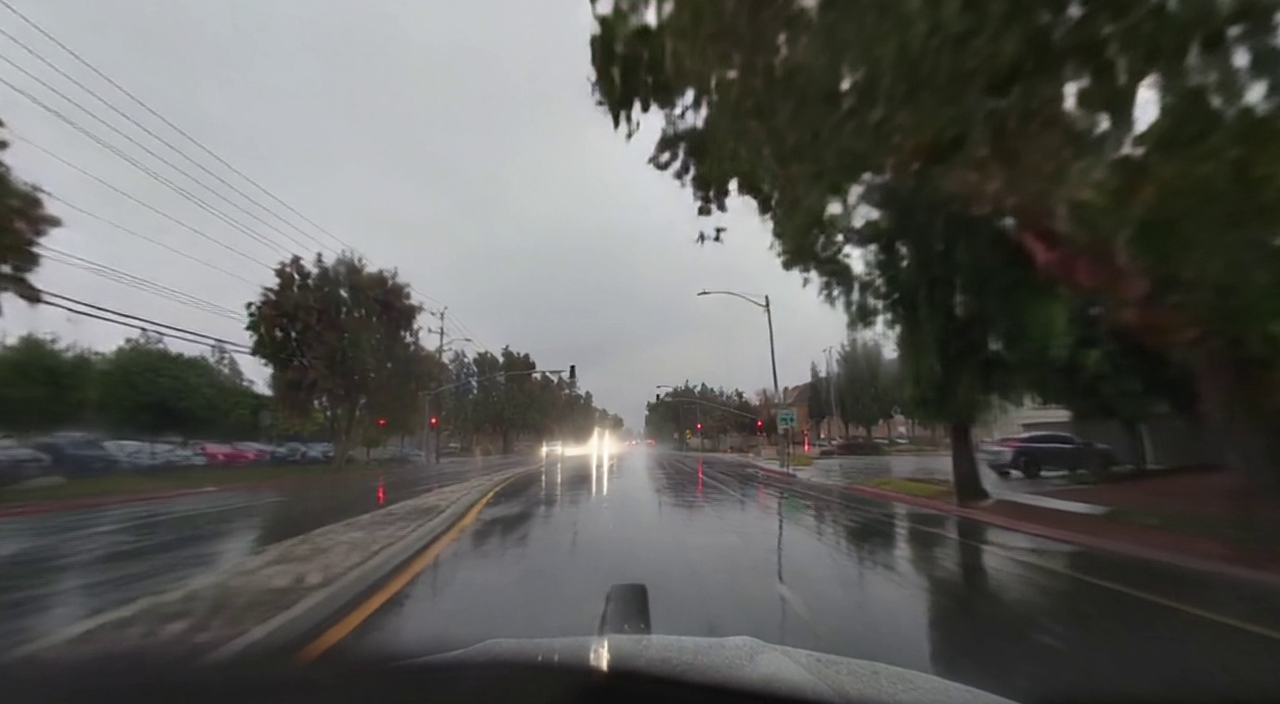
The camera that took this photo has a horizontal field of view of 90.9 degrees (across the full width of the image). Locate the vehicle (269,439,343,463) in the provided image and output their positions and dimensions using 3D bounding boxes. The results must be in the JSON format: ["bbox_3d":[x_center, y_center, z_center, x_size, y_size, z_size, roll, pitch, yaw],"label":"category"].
[{"bbox_3d":[-23.394,6.924,44.192,4.043,1.551,1.988,-1,-9,2],"label":"vehicle"}]

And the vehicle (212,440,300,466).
[{"bbox_3d":[-23.493,6.192,38.669,4.116,1.548,1.923,0,-8,0],"label":"vehicle"}]

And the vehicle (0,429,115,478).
[{"bbox_3d":[-23.972,3.959,24.630,4.928,1.783,2.153,0,-8,1],"label":"vehicle"}]

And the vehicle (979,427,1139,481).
[{"bbox_3d":[14.297,3.460,21.593,4.276,1.703,2.088,2,-9,-14],"label":"vehicle"}]
